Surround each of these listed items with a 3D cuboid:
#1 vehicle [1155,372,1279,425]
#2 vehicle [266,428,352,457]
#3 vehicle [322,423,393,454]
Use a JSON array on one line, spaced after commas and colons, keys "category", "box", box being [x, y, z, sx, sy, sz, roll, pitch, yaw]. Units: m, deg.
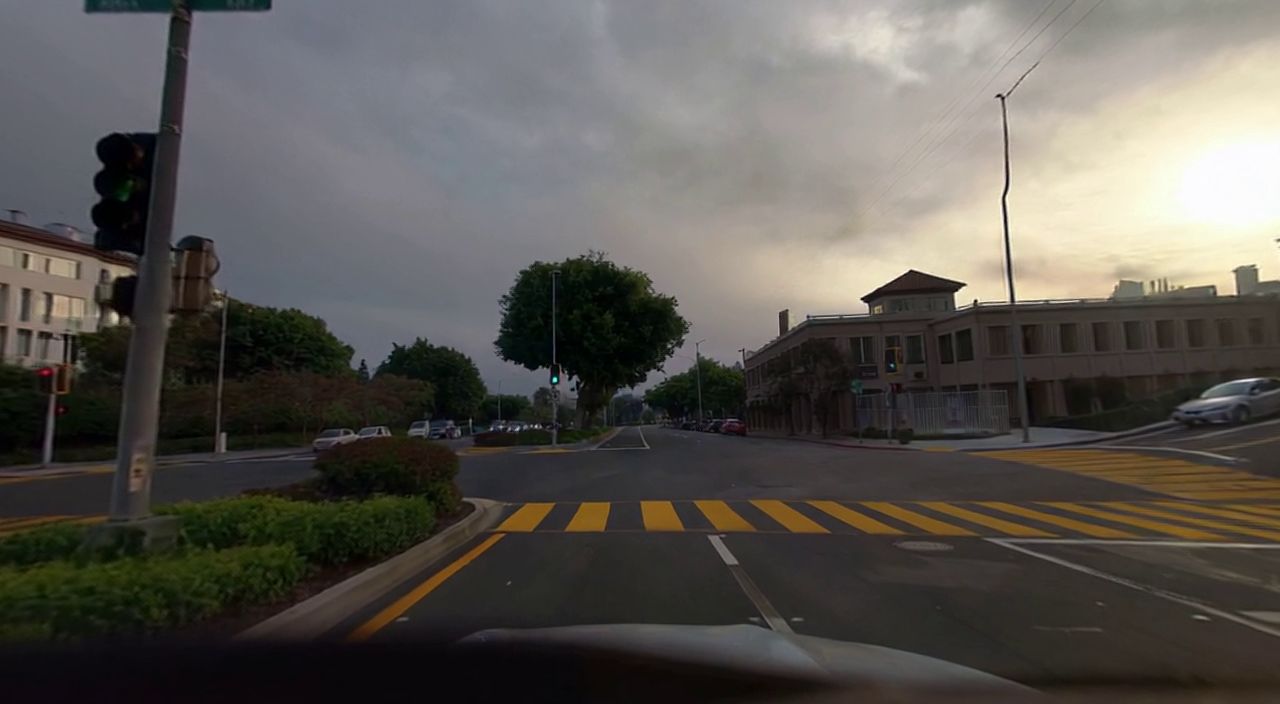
[{"category": "vehicle", "box": [22.328, 1.703, 23.677, 4.531, 1.753, 1.964, -2, -2, -5]}, {"category": "vehicle", "box": [-18.104, 5.025, 34.897, 1.939, 1.430, 5.533, 0, -9, -2]}, {"category": "vehicle", "box": [-18.313, 5.701, 41.231, 2.225, 1.871, 5.189, 0, -9, 0]}]
